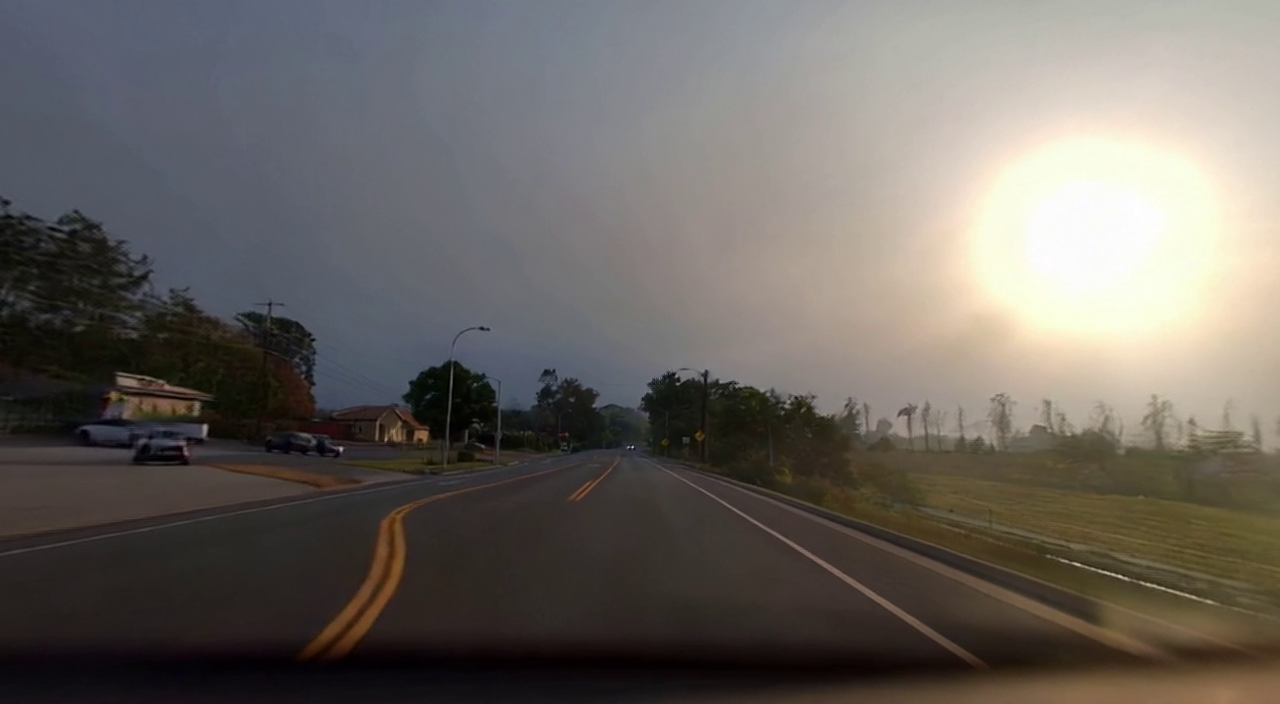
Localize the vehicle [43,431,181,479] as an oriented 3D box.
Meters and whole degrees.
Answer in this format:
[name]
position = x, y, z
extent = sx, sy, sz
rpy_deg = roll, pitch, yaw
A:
[vehicle]
position = -18.302, 3.580, 22.147
extent = 1.885, 1.490, 4.474
rpy_deg = 2, -9, -15
